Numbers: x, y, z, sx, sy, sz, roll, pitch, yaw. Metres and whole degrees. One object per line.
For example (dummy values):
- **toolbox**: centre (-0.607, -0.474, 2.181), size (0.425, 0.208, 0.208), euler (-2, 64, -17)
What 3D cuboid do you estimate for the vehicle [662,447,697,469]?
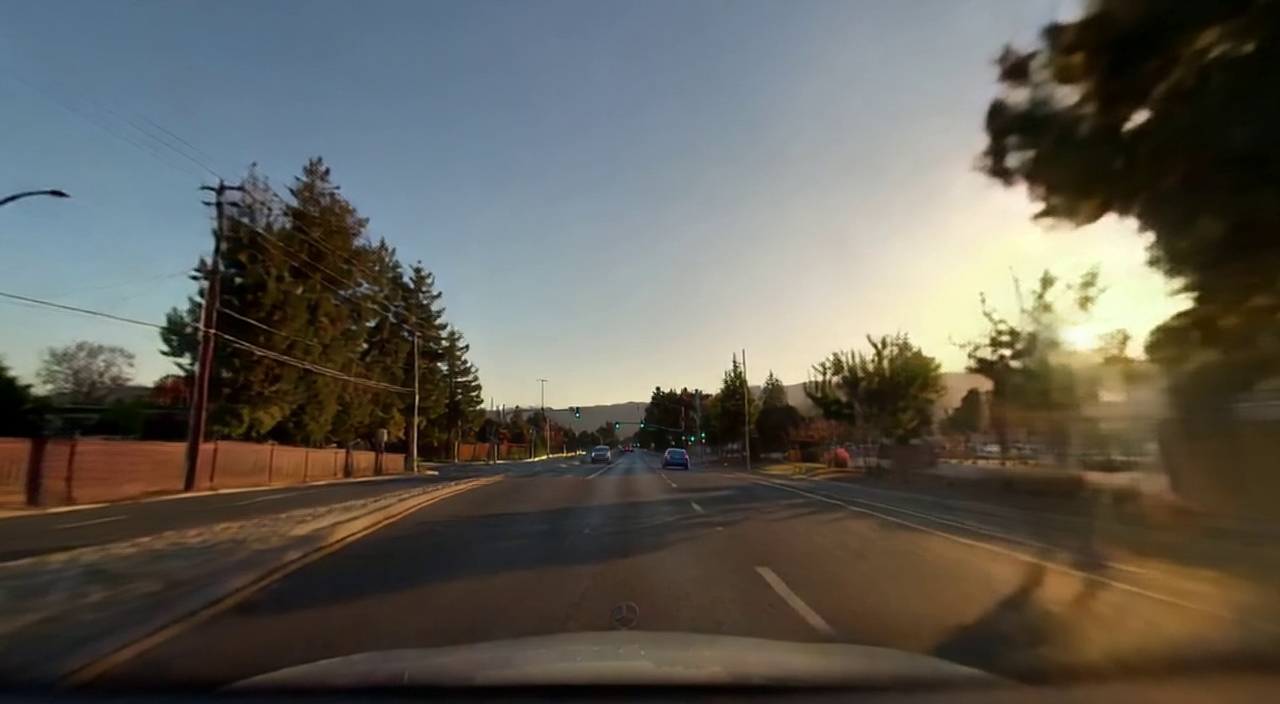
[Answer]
- **vehicle**: centre (2.673, 7.336, 43.733), size (2.105, 1.490, 4.008), euler (0, -9, -1)
